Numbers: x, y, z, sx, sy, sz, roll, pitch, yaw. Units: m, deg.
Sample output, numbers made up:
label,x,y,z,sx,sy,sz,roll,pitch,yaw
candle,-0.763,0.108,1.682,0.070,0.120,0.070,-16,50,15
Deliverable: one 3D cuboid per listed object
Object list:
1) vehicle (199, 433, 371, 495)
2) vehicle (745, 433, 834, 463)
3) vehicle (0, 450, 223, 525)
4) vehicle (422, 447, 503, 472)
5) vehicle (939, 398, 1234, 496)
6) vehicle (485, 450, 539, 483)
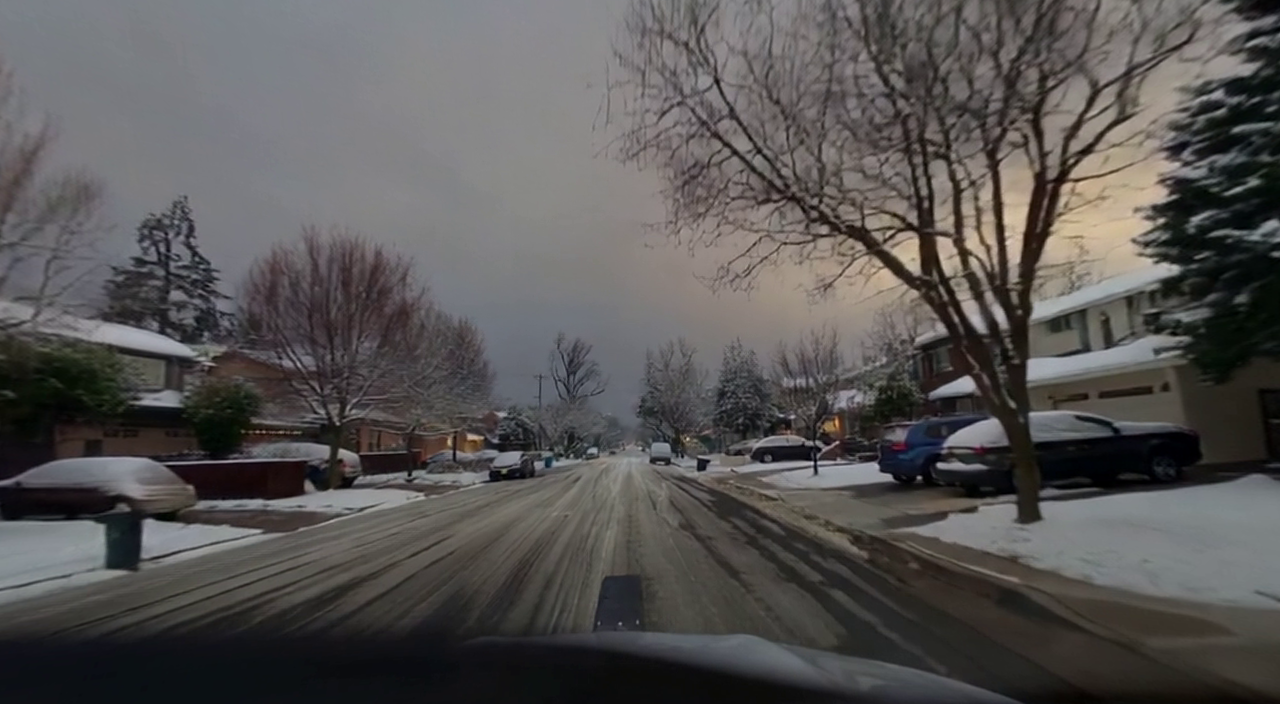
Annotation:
label,x,y,z,sx,sy,sz,roll,pitch,yaw
vehicle,-12.353,3.920,22.278,4.753,2.028,2.079,0,-9,0
vehicle,8.485,5.500,36.150,4.599,1.652,1.903,0,-8,-3
vehicle,-12.032,2.896,13.773,4.476,1.476,1.877,0,-9,-2
vehicle,-12.134,7.363,43.311,4.972,1.623,1.884,0,-9,0
vehicle,8.556,1.864,12.442,4.334,1.750,1.900,0,-8,-1
vehicle,-6.275,5.636,31.336,1.878,1.496,3.535,0,-8,1
